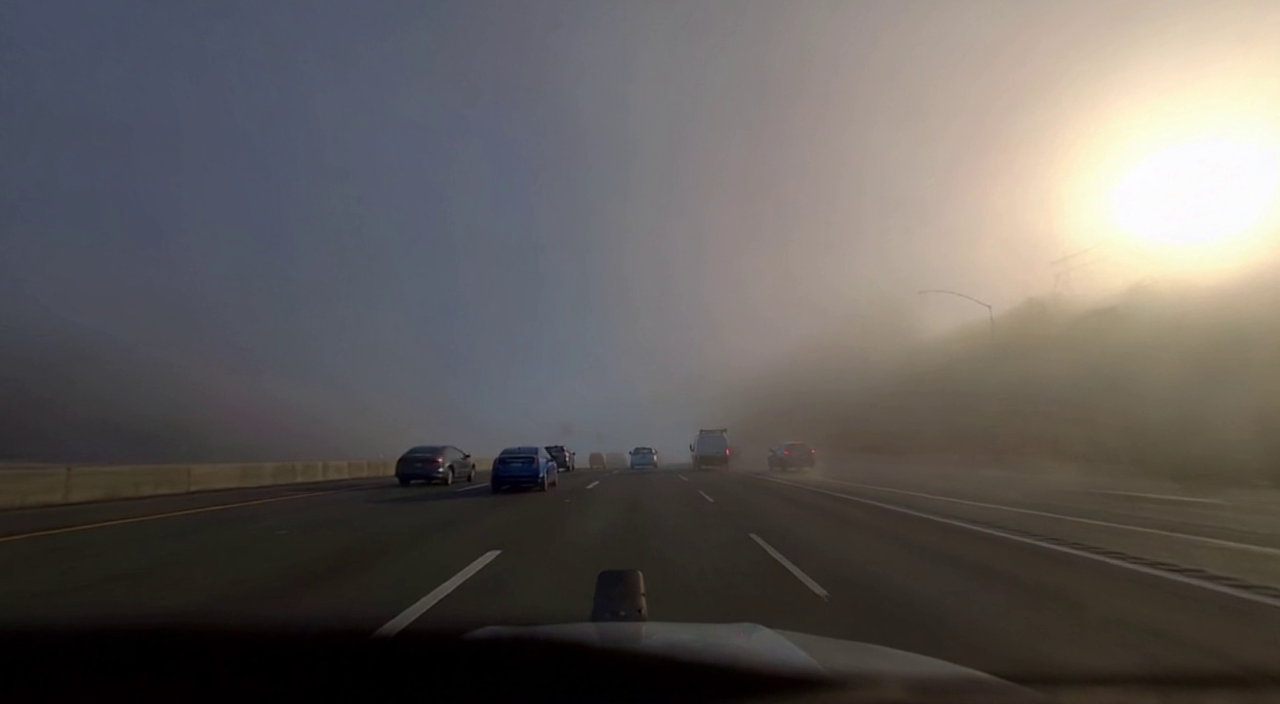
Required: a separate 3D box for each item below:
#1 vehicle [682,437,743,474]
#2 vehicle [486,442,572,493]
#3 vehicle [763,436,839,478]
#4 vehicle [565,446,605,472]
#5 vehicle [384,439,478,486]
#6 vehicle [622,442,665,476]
[{"bbox_3d":[3.993,5.851,35.890,2.777,1.895,5.710,0,-9,0],"label":"vehicle"},{"bbox_3d":[-3.463,3.687,20.526,1.970,1.483,4.071,0,-9,1],"label":"vehicle"},{"bbox_3d":[7.750,5.112,31.021,2.304,1.840,5.706,0,-9,1],"label":"vehicle"},{"bbox_3d":[-3.391,6.687,39.651,1.987,1.466,4.341,0,-9,1],"label":"vehicle"},{"bbox_3d":[-7.647,4.085,23.564,1.961,1.562,4.301,0,-9,2],"label":"vehicle"},{"bbox_3d":[0.158,5.598,33.187,2.115,1.617,4.102,0,-9,0],"label":"vehicle"}]
